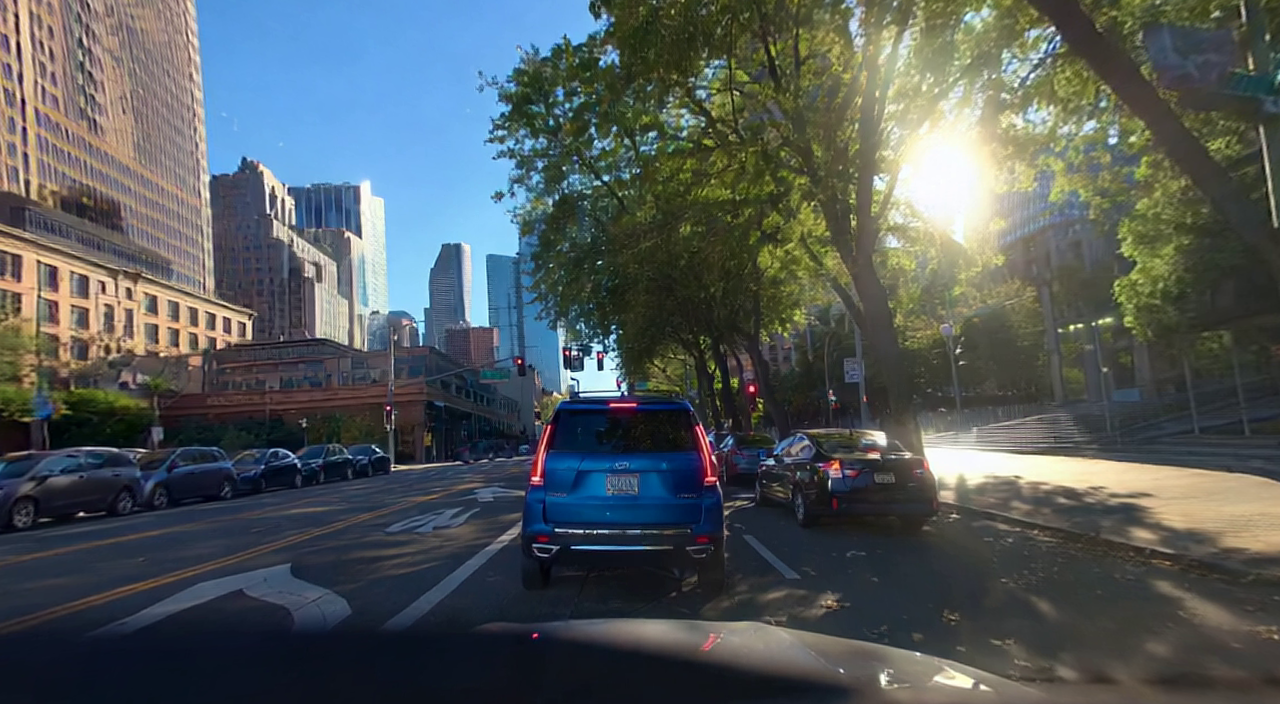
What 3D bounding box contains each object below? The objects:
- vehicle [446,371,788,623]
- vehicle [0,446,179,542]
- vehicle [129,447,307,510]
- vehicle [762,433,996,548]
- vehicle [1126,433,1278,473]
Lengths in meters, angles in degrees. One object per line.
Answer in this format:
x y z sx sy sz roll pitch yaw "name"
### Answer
-0.148 1.352 6.759 2.453 1.816 4.300 0 -8 0 "vehicle"
-12.542 2.884 13.461 1.891 1.723 4.360 0 -8 1 "vehicle"
-12.527 3.740 19.140 2.207 1.648 4.675 0 -8 -1 "vehicle"
3.412 2.052 9.996 2.056 1.422 4.130 0 -8 -1 "vehicle"
22.164 3.978 24.981 4.055 1.469 1.848 -4 -9 26 "vehicle"
